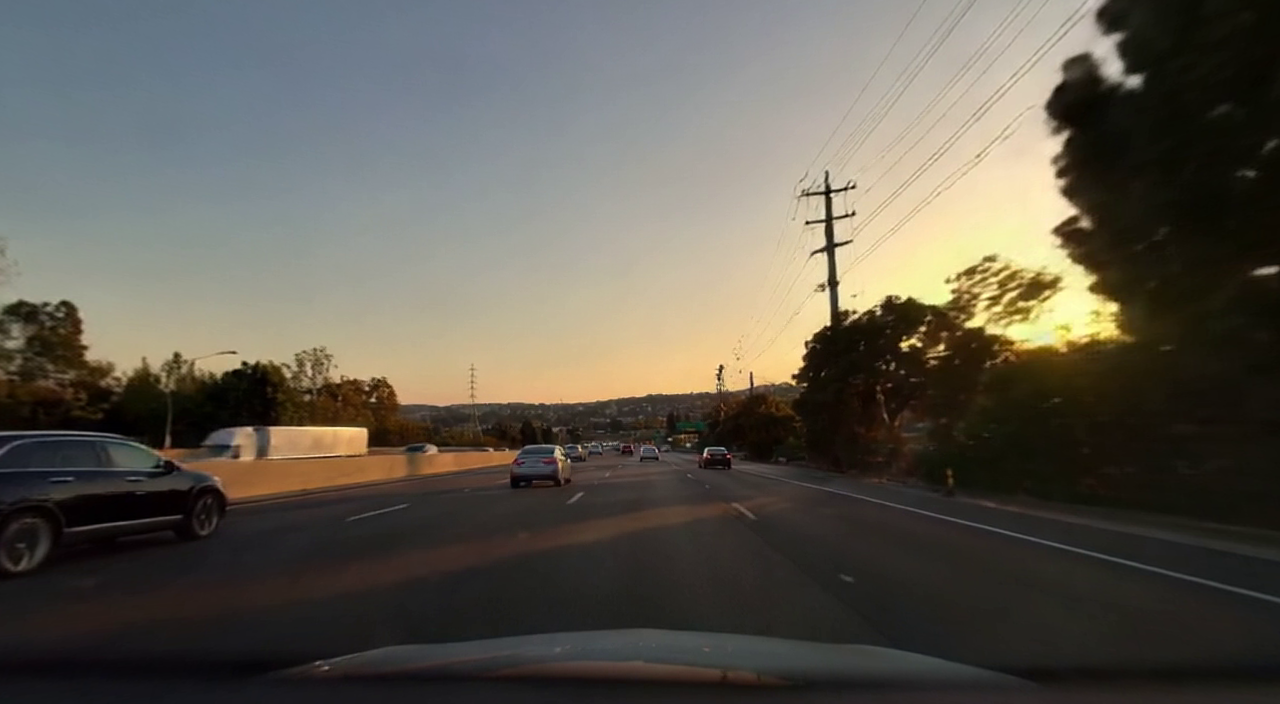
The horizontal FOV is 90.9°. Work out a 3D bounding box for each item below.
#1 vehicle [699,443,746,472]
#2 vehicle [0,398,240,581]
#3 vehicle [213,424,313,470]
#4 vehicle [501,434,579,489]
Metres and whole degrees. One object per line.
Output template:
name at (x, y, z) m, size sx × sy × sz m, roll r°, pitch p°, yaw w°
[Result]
vehicle at (4.523, 5.858, 35.203) m, size 1.964 × 1.479 × 4.252 m, roll 0°, pitch -8°, yaw -1°
vehicle at (-7.433, 1.538, 7.415) m, size 2.162 × 1.805 × 4.853 m, roll 0°, pitch -8°, yaw 1°
vehicle at (-28.878, 7.332, 48.768) m, size 2.936 × 3.272 × 7.365 m, roll 0°, pitch -8°, yaw 1°
vehicle at (-3.340, 3.757, 21.906) m, size 1.961 × 1.704 × 4.052 m, roll 0°, pitch -8°, yaw 1°
